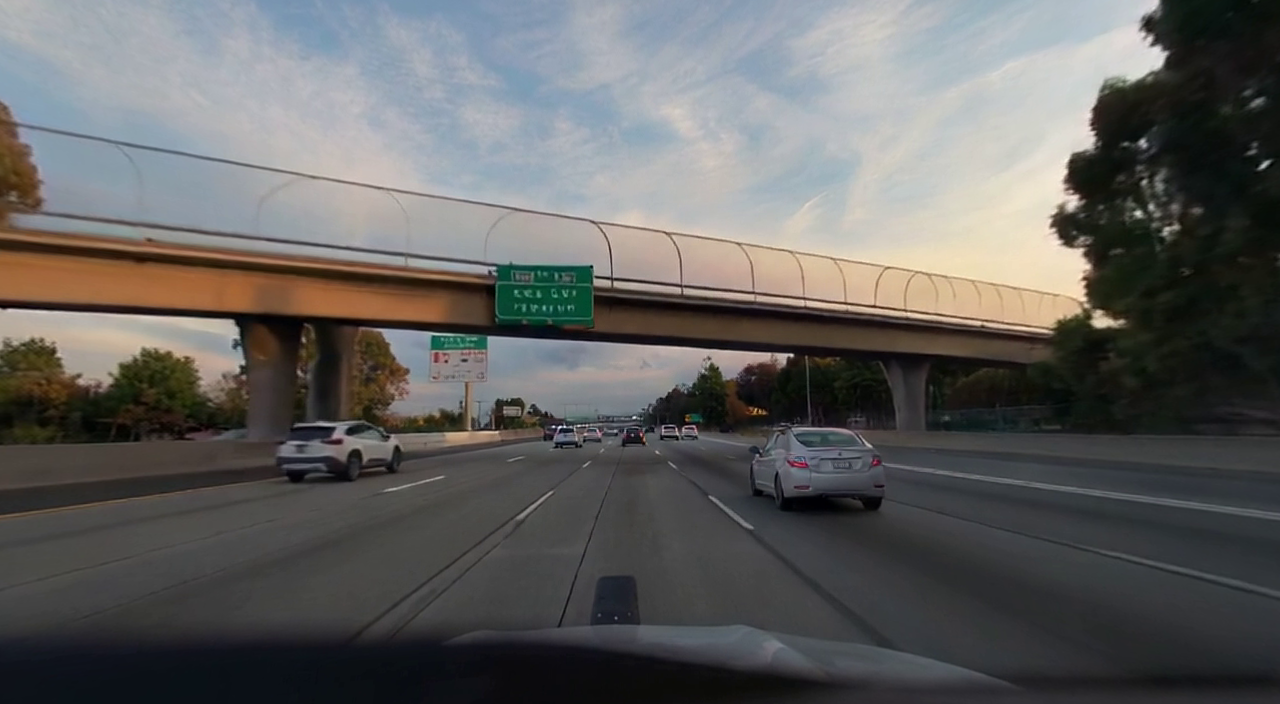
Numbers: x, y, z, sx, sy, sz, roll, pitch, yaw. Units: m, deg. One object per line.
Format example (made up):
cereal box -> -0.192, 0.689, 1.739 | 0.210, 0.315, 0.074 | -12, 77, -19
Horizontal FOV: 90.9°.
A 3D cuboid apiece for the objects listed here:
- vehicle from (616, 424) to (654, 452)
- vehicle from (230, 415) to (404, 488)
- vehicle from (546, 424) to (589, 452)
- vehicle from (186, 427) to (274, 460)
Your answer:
vehicle -> -0.346, 5.452, 40.129 | 2.240, 1.646, 4.949 | 1, -7, -1
vehicle -> -7.712, 2.412, 15.666 | 2.009, 1.537, 4.449 | 1, -7, -1
vehicle -> -4.301, 5.157, 37.886 | 2.103, 1.512, 4.155 | 1, -7, 0
vehicle -> -22.723, 5.073, 35.160 | 1.947, 1.642, 4.421 | 1, -7, 0
